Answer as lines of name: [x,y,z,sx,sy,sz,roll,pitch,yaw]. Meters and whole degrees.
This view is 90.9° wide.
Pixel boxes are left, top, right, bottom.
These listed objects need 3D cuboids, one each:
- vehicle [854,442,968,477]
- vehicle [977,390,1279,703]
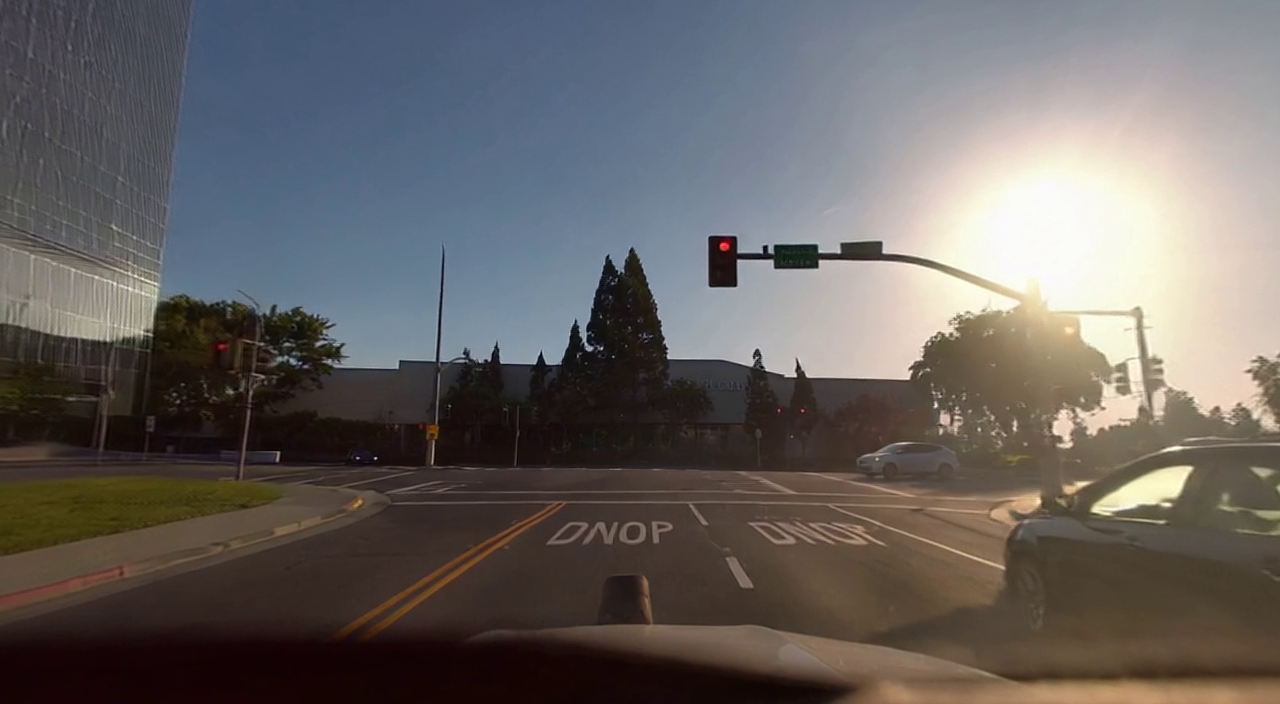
vehicle: [13.504,5.363,31.592,4.715,1.671,2.030,0,-8,-2]
vehicle: [3.568,0.948,2.493,2.036,1.583,4.911,-1,-8,4]
